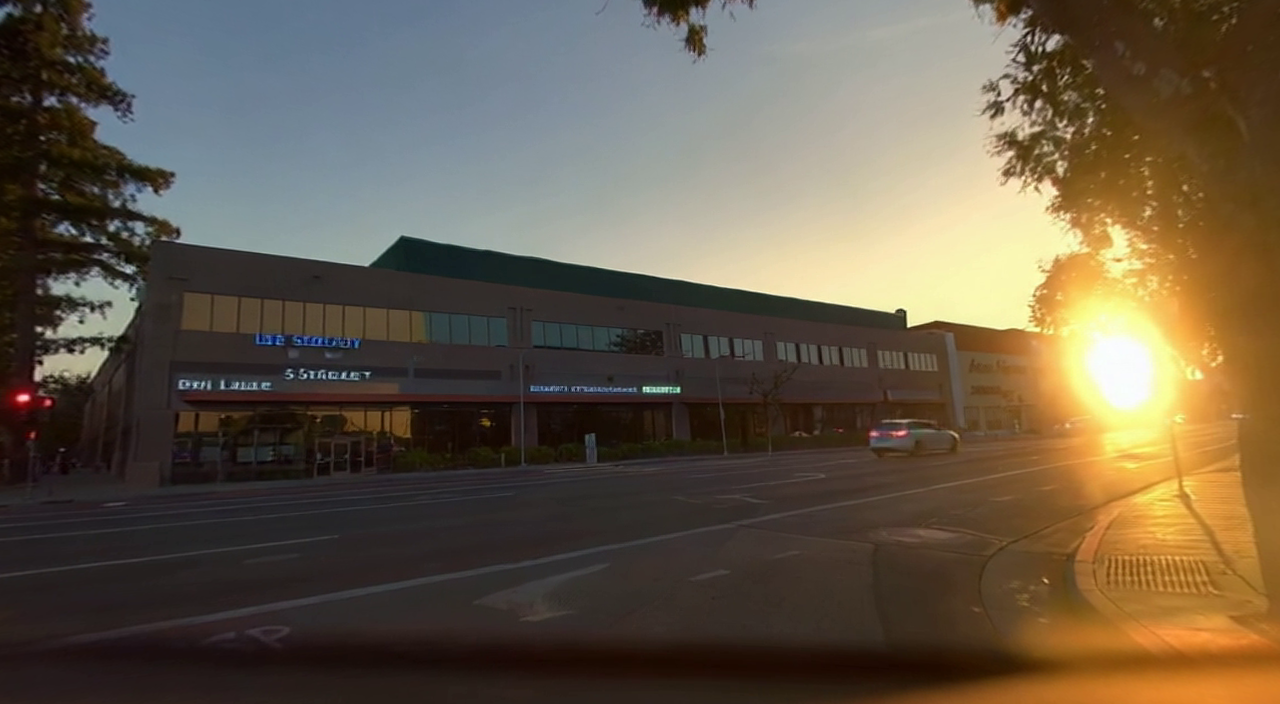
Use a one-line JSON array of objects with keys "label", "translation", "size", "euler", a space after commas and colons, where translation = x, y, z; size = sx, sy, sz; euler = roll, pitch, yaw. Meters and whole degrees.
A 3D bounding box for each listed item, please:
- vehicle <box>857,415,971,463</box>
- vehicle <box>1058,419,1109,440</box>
[{"label": "vehicle", "translation": [9.774, 3.095, 22.415], "size": [4.182, 1.536, 1.885], "euler": [7, -11, -39]}, {"label": "vehicle", "translation": [33.152, 5.817, 47.198], "size": [4.442, 1.458, 1.902], "euler": [7, -11, -40]}]
